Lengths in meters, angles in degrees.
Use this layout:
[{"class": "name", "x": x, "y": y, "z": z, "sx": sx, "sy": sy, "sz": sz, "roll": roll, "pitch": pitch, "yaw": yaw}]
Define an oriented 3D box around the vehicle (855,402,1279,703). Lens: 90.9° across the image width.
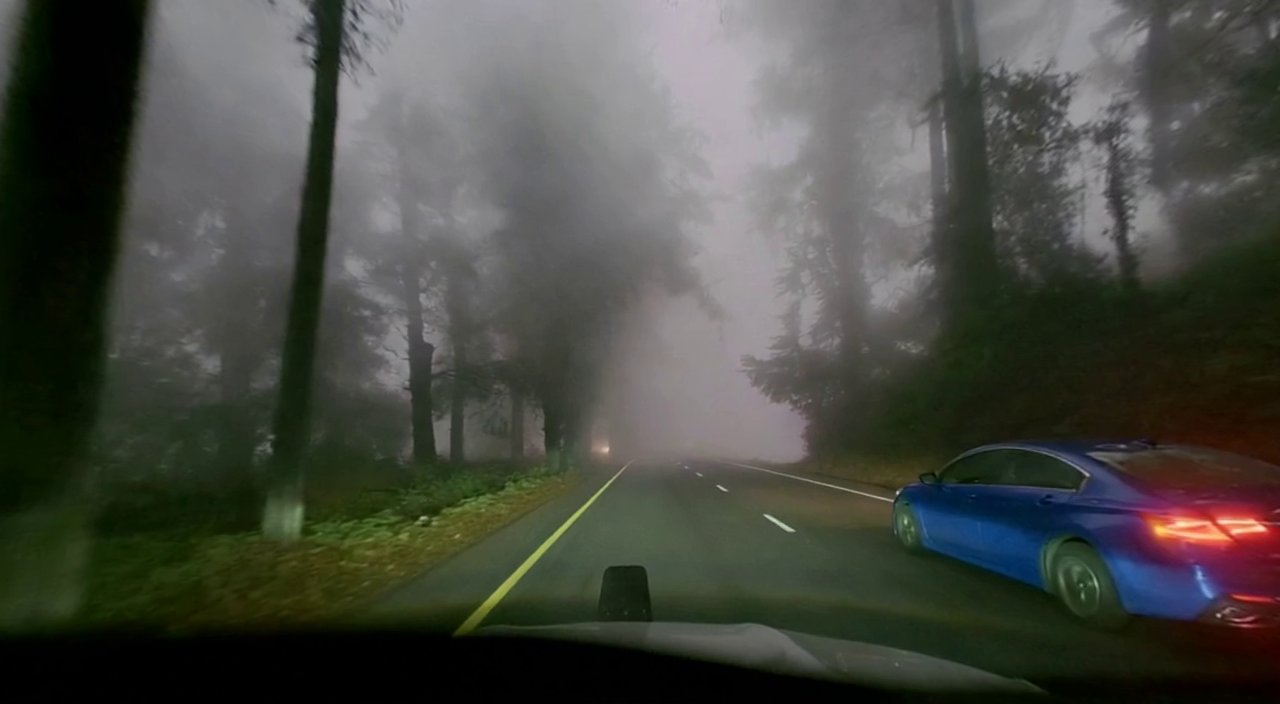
[{"class": "vehicle", "x": 3.790, "y": 1.352, "z": 5.551, "sx": 2.061, "sy": 1.503, "sz": 4.823, "roll": 0, "pitch": -8, "yaw": 0}]
